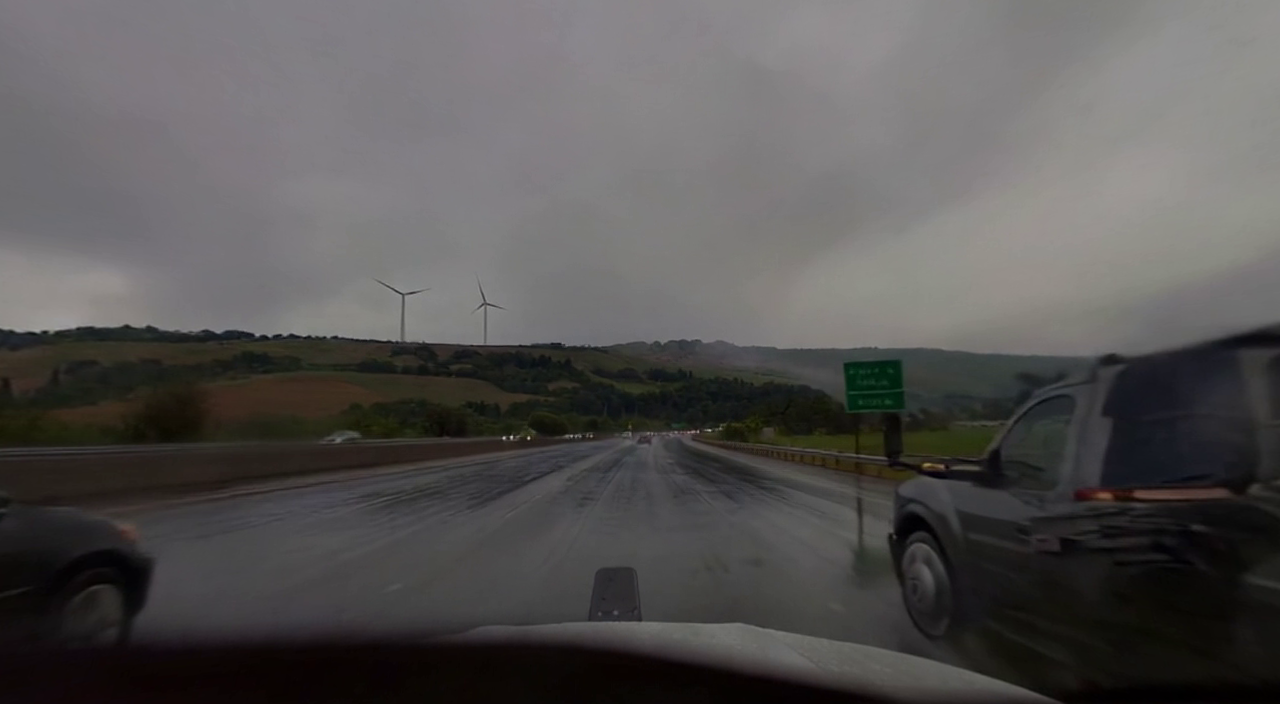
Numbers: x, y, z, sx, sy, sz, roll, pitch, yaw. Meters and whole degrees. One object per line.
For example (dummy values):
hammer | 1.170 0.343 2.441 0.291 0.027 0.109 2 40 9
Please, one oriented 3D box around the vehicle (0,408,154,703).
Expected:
vehicle | -3.876 0.773 1.236 1.973 1.455 4.907 0 -8 -1

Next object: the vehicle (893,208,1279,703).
vehicle | 3.102 0.570 2.131 2.211 1.982 5.346 0 -8 -1
